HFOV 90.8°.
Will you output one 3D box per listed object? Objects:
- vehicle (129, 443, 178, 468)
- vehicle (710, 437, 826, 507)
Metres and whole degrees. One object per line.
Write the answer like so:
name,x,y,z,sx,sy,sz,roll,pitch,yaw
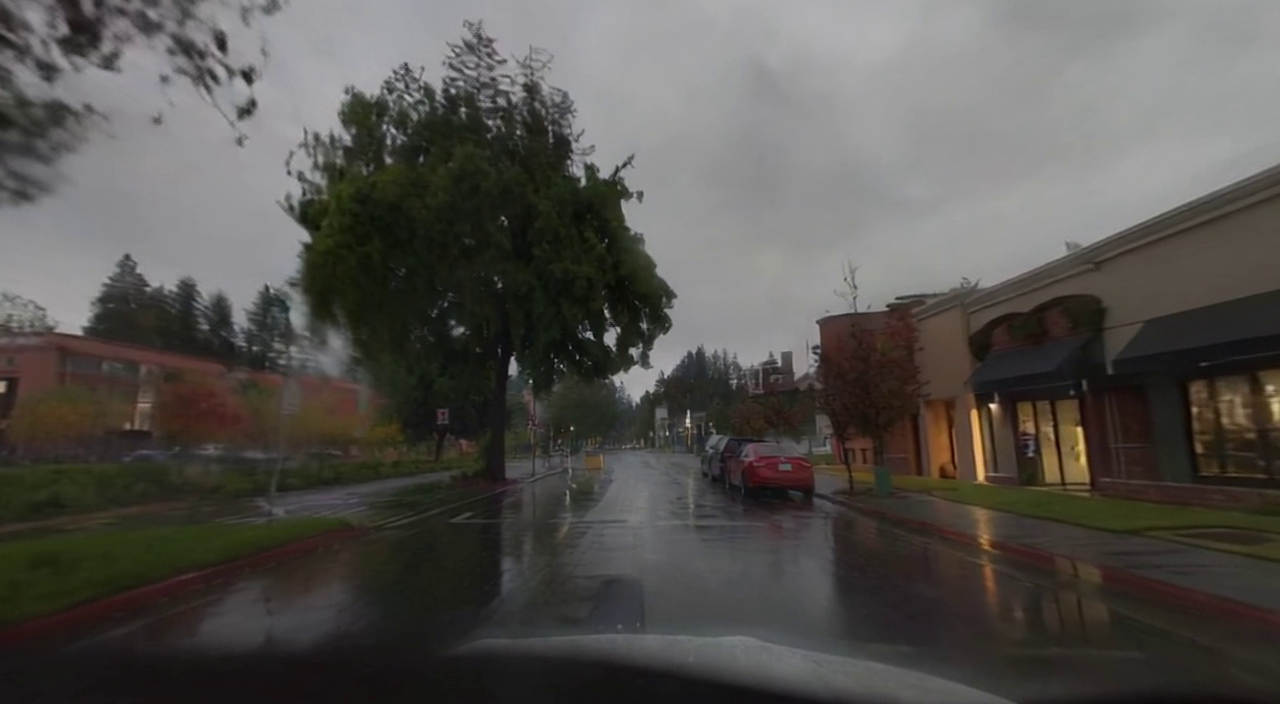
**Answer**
vehicle,-36.943,7.829,47.922,2.419,1.687,4.157,9,-11,-42
vehicle,3.113,3.028,16.417,2.064,1.532,4.596,0,-9,0
